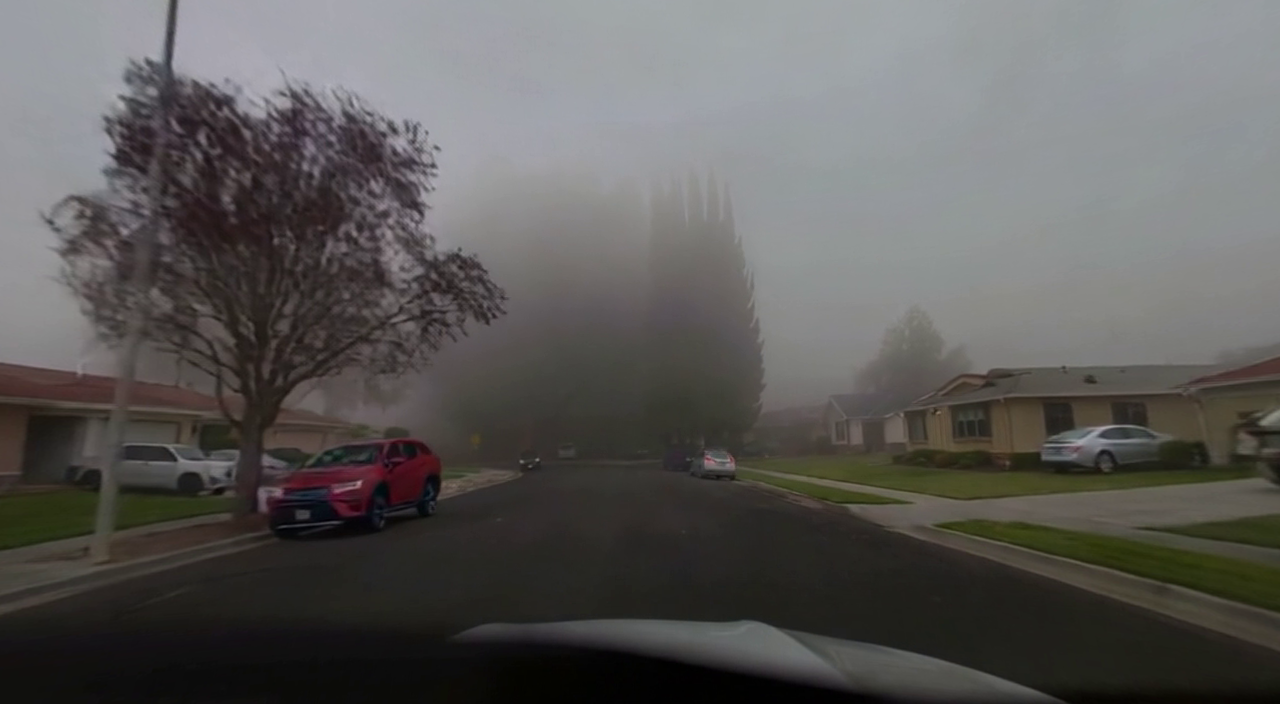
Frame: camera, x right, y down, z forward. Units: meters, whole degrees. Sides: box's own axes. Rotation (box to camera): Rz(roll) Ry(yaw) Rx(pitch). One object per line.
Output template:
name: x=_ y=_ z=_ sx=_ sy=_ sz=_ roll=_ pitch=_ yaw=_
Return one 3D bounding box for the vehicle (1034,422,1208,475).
vehicle: x=14.570 y=2.923 z=19.176 sx=4.488 sy=1.454 sz=1.944 roll=3 pitch=-9 yaw=-20

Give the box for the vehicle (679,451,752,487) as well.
vehicle: x=3.299 y=5.246 z=28.725 sx=1.984 sy=1.437 sz=4.726 roll=1 pitch=-9 yaw=-10

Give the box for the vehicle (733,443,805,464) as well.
vehicle: x=9.618 y=7.518 z=47.096 sx=4.940 sy=1.477 sz=2.015 roll=3 pitch=-8 yaw=-21

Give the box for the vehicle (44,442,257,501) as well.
vehicle: x=-13.747 y=3.345 z=18.146 sx=4.376 sy=1.458 sz=2.046 roll=3 pitch=-8 yaw=-24

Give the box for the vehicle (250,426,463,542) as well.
vehicle: x=-5.315 y=2.487 z=12.784 sx=2.215 sy=1.859 sz=4.765 roll=1 pitch=-7 yaw=-2

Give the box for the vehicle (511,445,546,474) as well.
vehicle: x=-7.936 y=7.549 z=44.693 sx=1.976 sy=1.855 sz=4.299 roll=3 pitch=-8 yaw=-16
